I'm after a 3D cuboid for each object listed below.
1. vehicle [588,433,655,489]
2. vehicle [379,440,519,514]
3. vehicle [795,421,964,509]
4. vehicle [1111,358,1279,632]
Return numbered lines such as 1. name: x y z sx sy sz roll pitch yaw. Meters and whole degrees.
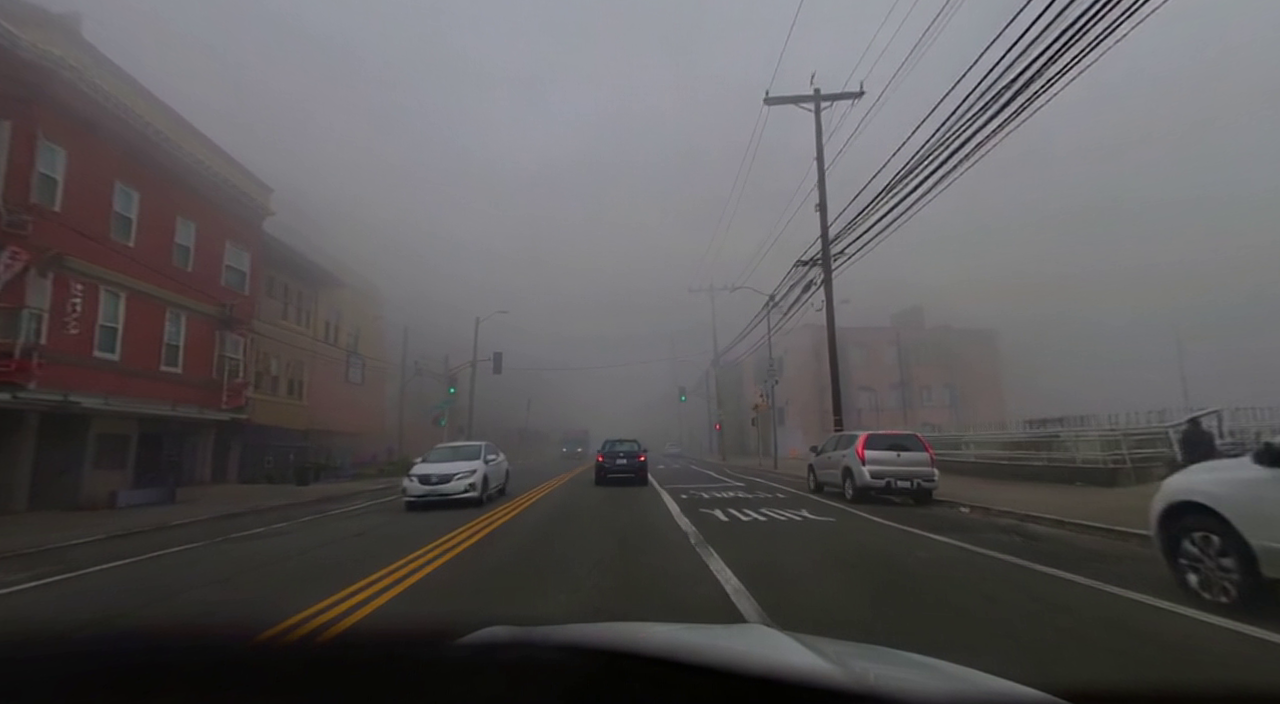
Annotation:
1. vehicle: -0.584 3.515 20.748 1.980 1.635 3.795 -1 -8 -1
2. vehicle: -4.435 2.947 15.504 2.181 1.500 4.319 -1 -8 -1
3. vehicle: 6.007 2.914 16.864 2.197 1.917 5.637 0 -8 -1
4. vehicle: 6.071 0.940 3.780 2.208 2.106 5.496 -1 -8 0
